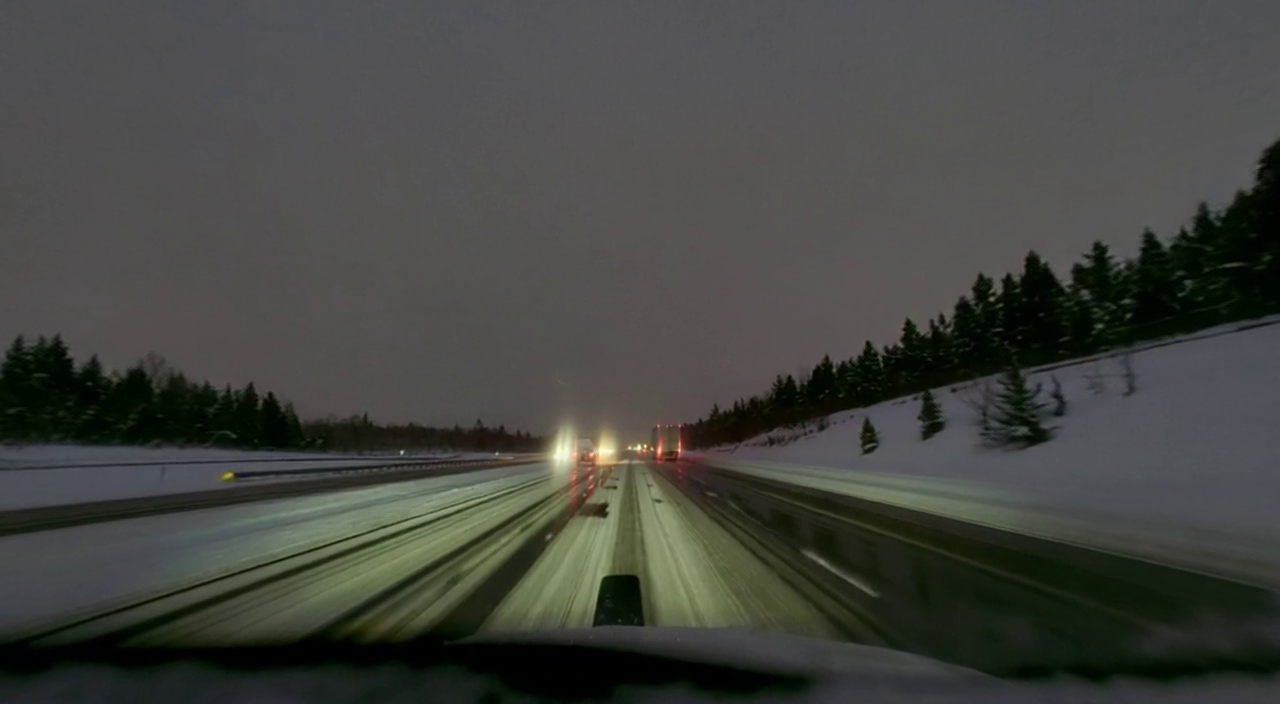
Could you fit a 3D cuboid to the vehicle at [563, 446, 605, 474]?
[{"bbox_3d":[-3.241,6.297,36.968,2.100,1.525,4.179,0,-9,0],"label":"vehicle"}]
